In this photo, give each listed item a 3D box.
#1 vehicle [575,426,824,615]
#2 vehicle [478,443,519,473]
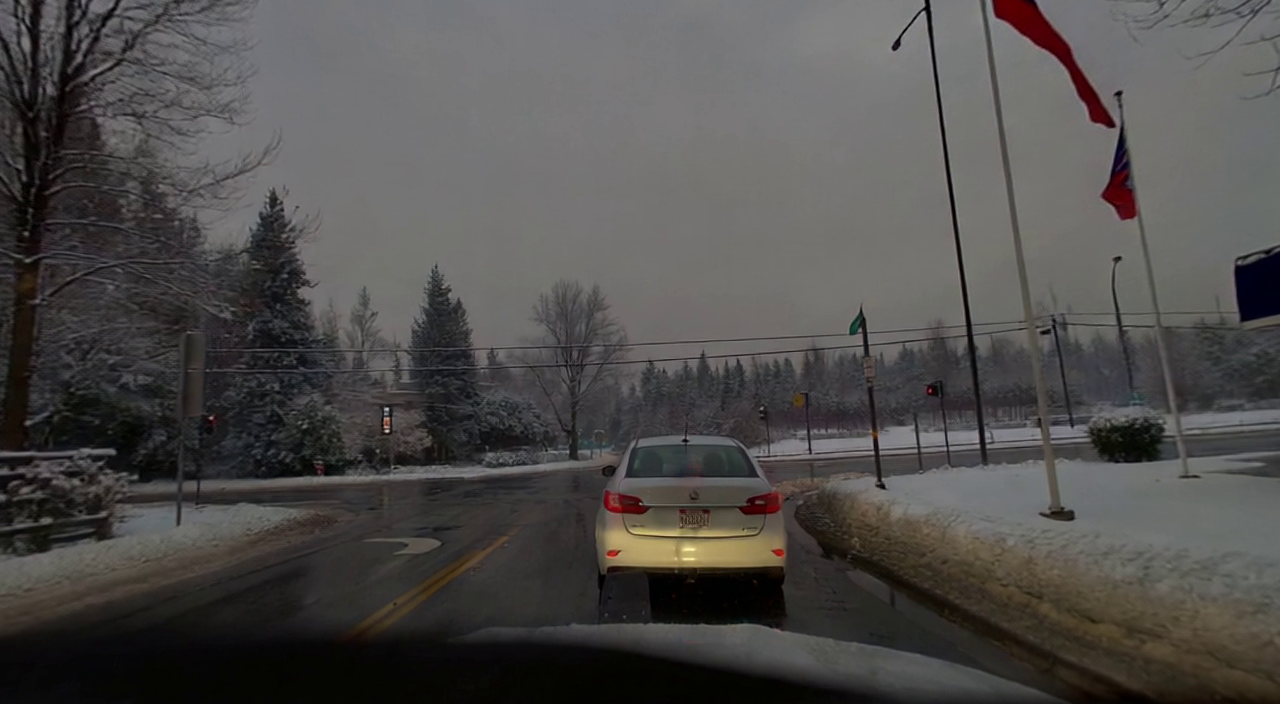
[{"bbox_3d":[0.385,1.624,6.905,1.985,1.463,3.647,0,-9,-3],"label":"vehicle"},{"bbox_3d":[-9.985,7.493,44.750,2.212,1.948,4.537,0,-9,-5],"label":"vehicle"}]
